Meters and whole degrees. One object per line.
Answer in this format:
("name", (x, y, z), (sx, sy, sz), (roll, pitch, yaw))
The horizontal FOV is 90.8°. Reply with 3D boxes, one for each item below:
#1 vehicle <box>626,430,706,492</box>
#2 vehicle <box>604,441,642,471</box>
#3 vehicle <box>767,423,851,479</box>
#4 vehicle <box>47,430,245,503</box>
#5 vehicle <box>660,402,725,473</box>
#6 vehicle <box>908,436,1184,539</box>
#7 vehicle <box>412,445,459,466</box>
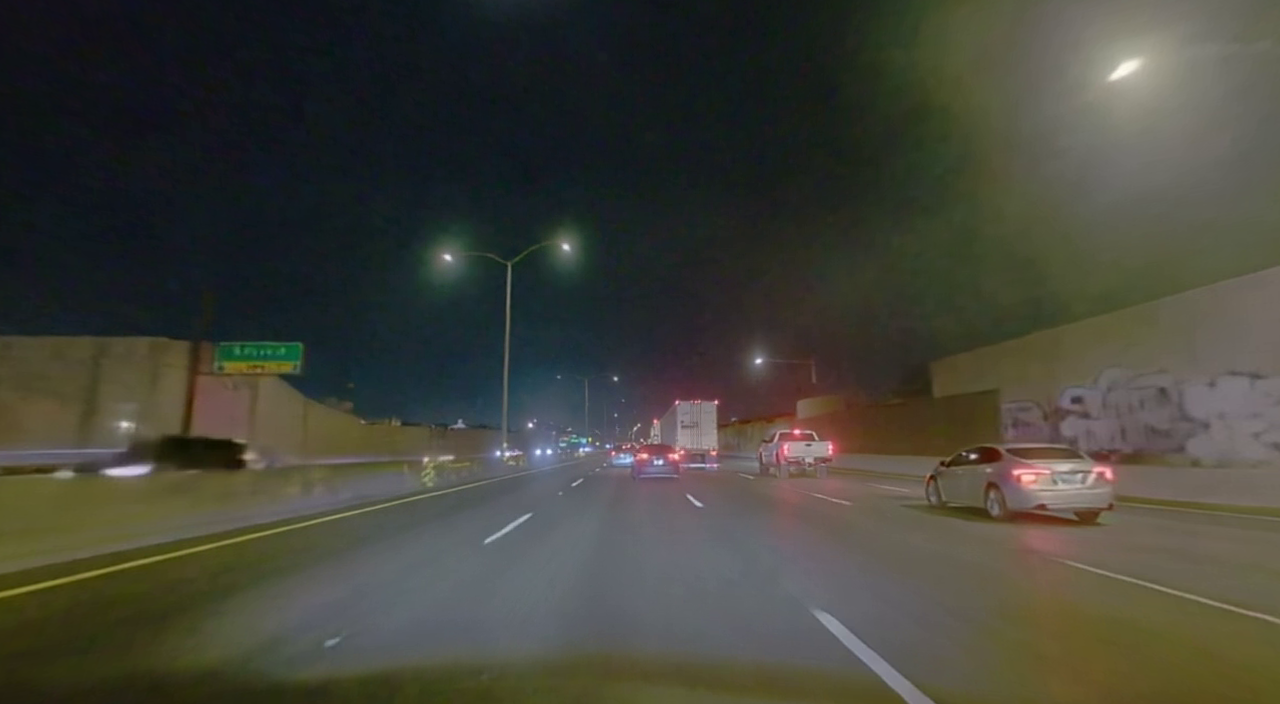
("vehicle", (0.729, 3.666, 21.605), (2.249, 1.843, 5.176), (0, -9, -3))
("vehicle", (-0.963, 5.938, 36.250), (2.073, 1.640, 3.990), (0, -9, -1))
("vehicle", (7.832, 4.683, 30.094), (2.322, 2.360, 6.433), (0, -9, 1))
("vehicle", (-10.549, 2.458, 13.843), (1.610, 1.395, 3.344), (0, -9, -1))
("vehicle", (3.038, 5.461, 39.821), (2.976, 3.806, 10.591), (0, -9, -1))
("vehicle", (6.963, 2.345, 11.650), (1.915, 1.476, 4.677), (0, -9, -1))
("vehicle", (-14.330, 7.249, 44.505), (2.065, 1.401, 3.497), (0, -9, 1))
